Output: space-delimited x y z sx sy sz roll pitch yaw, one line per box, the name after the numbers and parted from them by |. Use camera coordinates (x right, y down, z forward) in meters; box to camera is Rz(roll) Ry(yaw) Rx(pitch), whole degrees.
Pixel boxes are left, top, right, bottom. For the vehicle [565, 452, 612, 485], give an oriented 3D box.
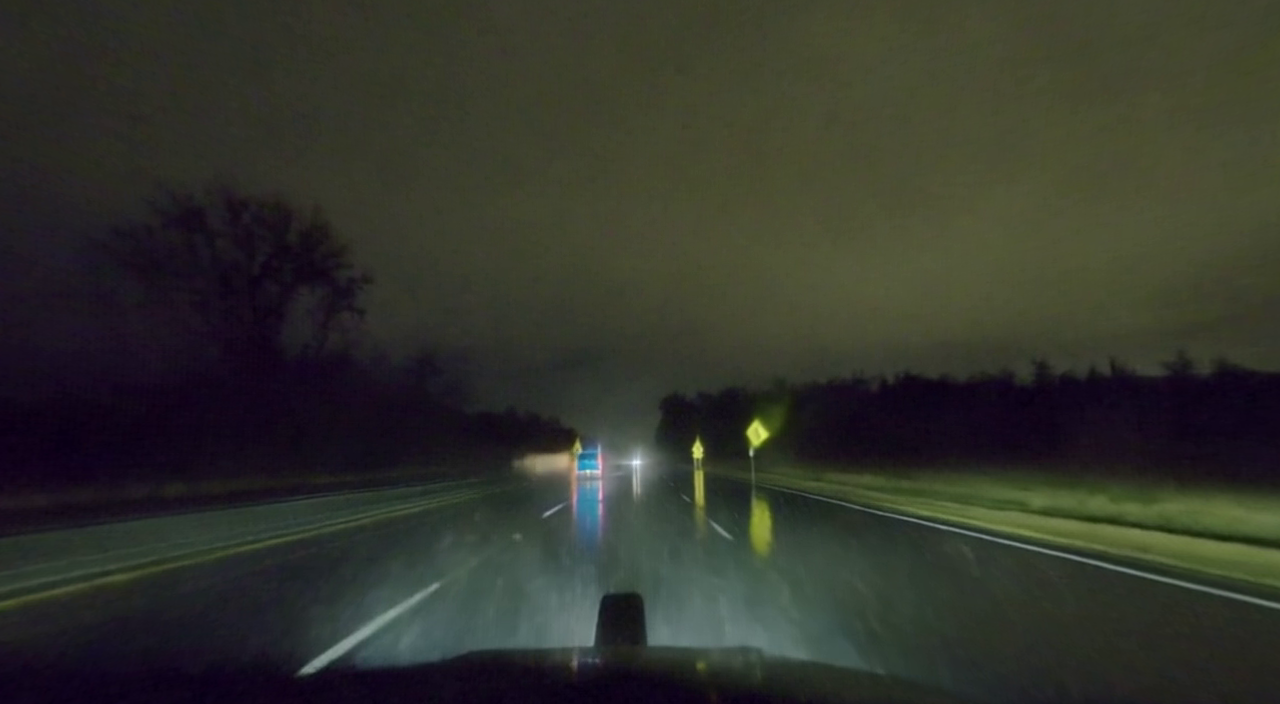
-2.734 6.276 34.279 2.053 1.647 4.252 -1 -9 2 | vehicle
